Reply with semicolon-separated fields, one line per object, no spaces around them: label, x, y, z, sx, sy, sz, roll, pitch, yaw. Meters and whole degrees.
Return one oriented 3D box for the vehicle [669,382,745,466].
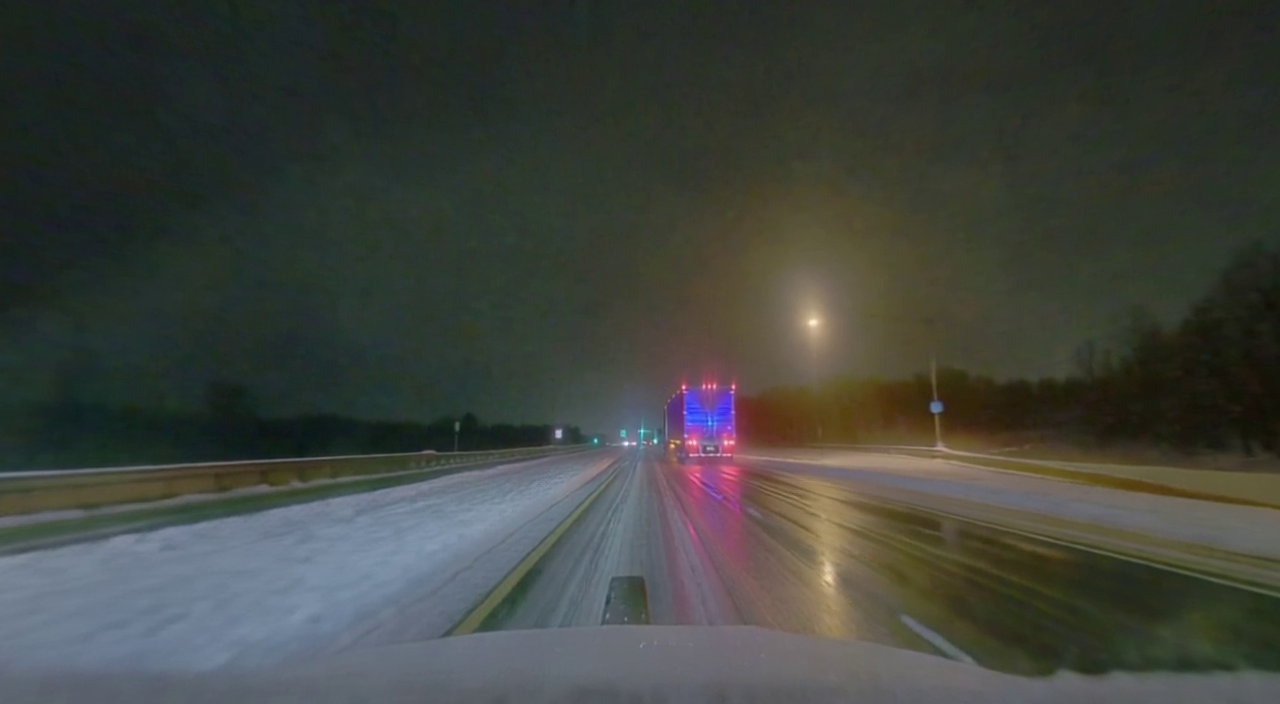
vehicle;3.977;4.919;41.319;3.615;4.578;13.539;0;-8;1
